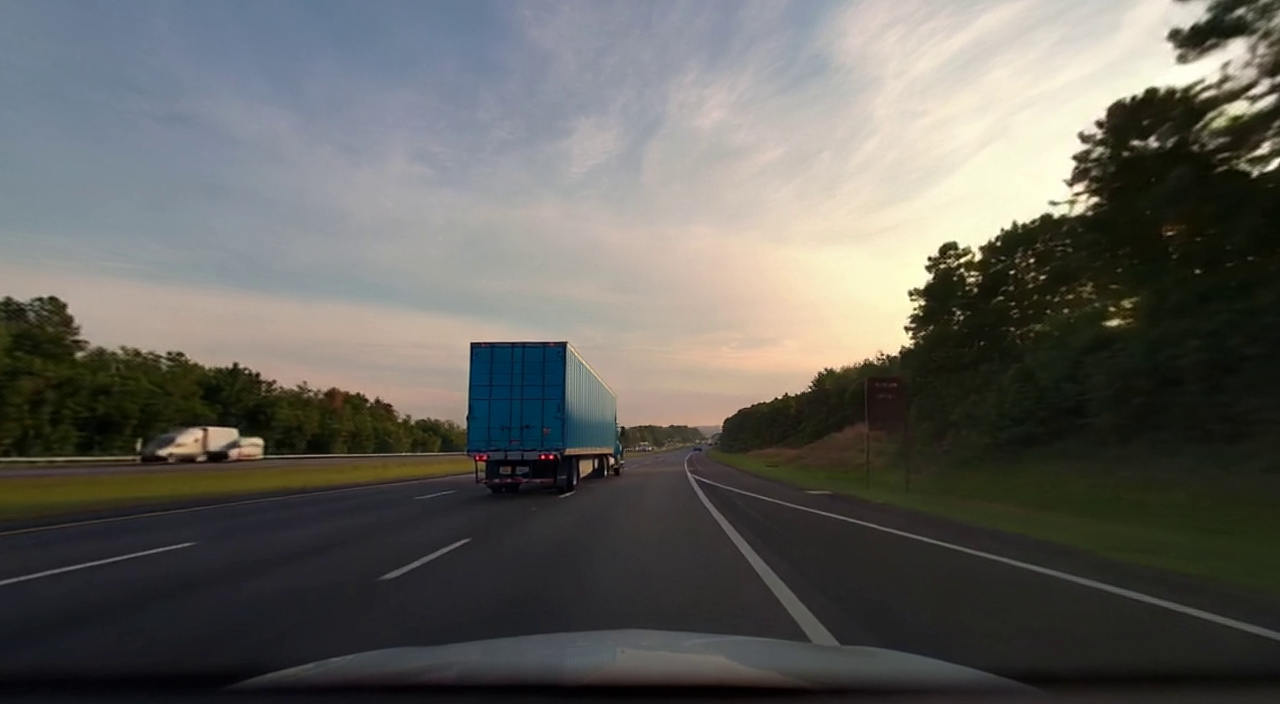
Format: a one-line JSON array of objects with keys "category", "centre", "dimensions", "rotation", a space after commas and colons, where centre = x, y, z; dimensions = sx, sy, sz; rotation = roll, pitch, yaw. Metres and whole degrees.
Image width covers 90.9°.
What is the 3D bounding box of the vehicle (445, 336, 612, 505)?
[{"category": "vehicle", "centre": [-3.008, 2.729, 22.573], "dimensions": [2.851, 4.098, 14.436], "rotation": [0, -9, 2]}]
